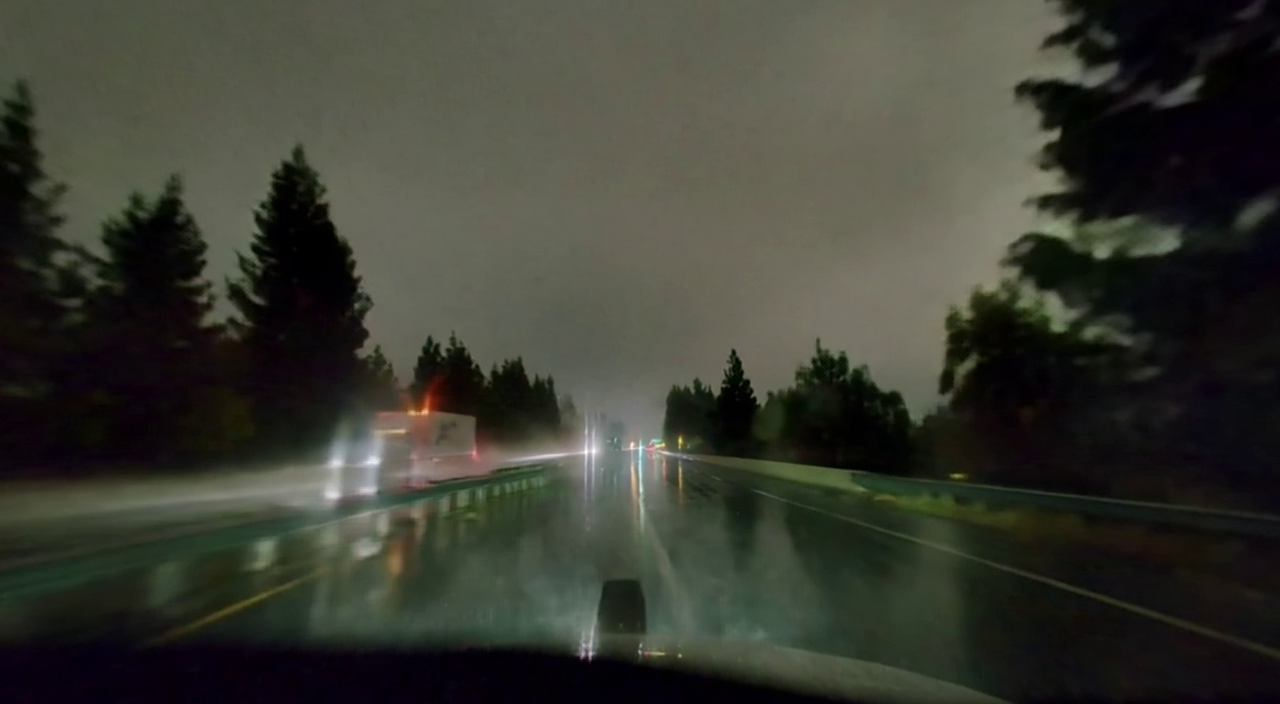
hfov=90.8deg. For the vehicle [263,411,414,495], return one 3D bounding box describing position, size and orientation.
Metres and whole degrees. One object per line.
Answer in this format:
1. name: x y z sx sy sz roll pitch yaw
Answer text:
1. vehicle: -10.983 3.799 23.839 2.597 2.717 6.297 0 -9 -1
